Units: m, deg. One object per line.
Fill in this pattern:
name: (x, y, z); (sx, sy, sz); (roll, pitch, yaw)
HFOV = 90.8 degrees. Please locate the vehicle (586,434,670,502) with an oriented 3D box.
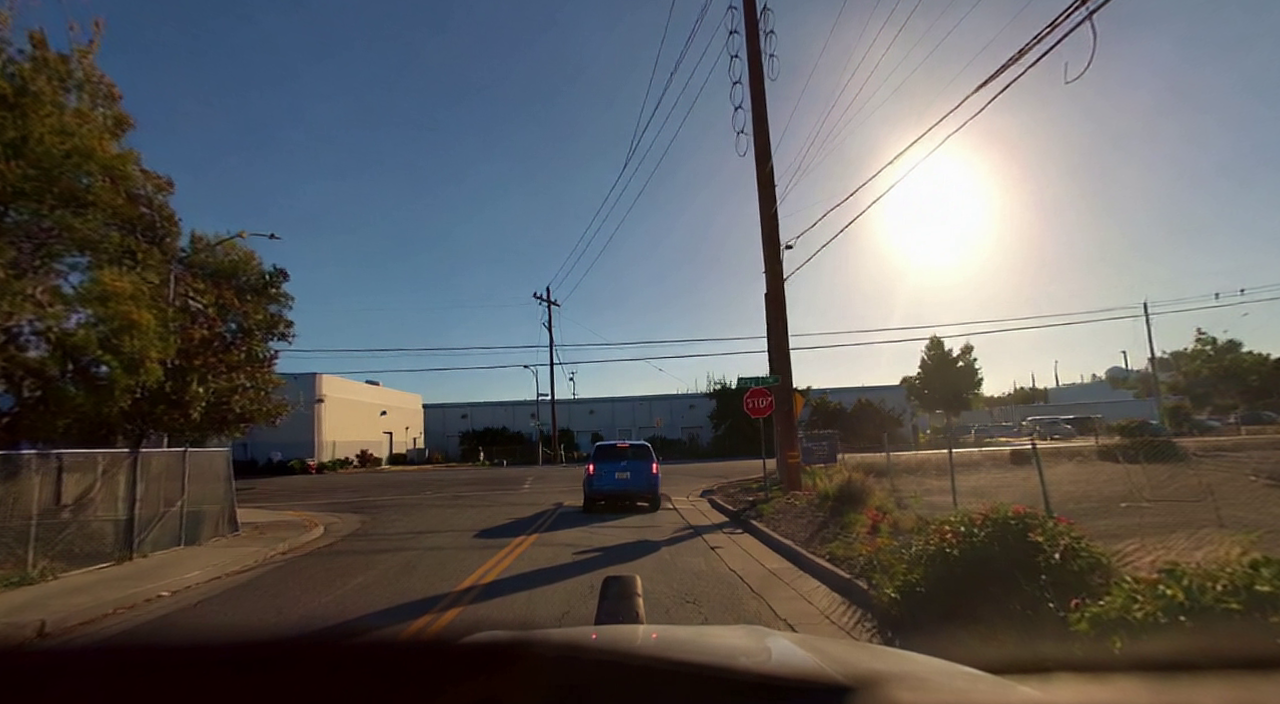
vehicle: (-0.420, 3.244, 18.172); (2.137, 1.698, 4.166); (0, -8, -3)
